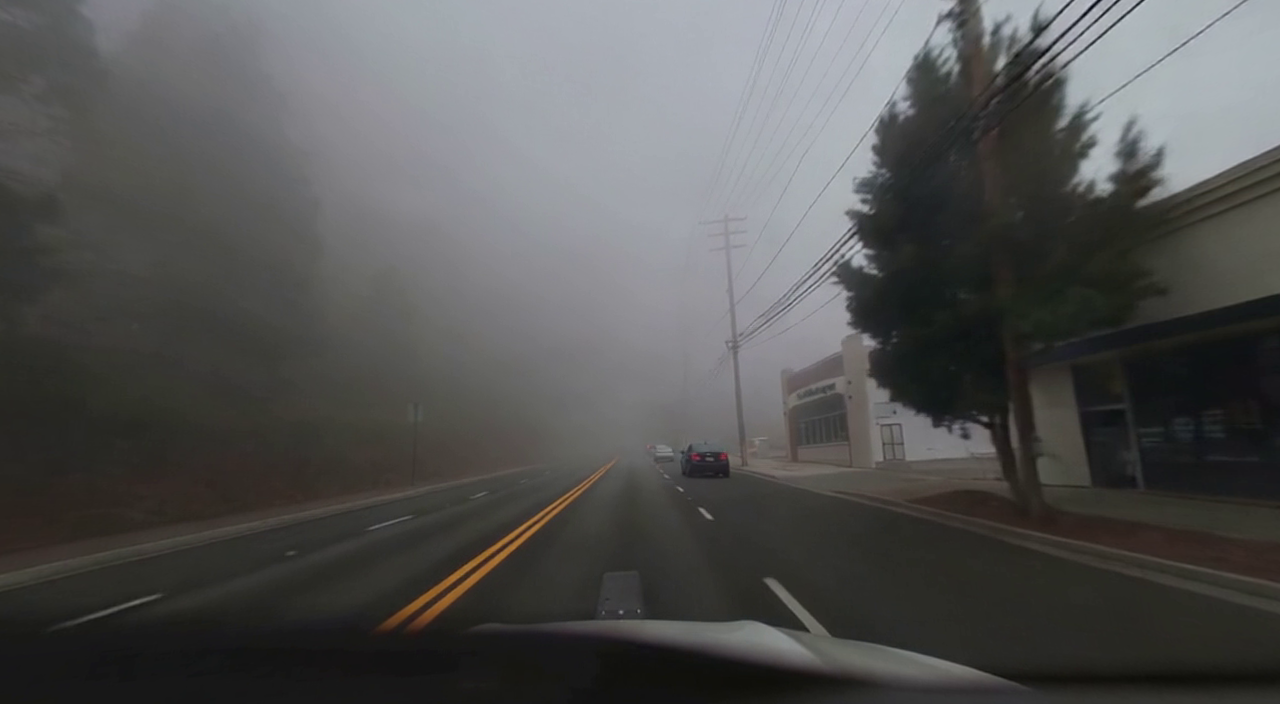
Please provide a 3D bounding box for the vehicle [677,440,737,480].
[{"bbox_3d":[2.638,4.348,25.653,1.975,1.497,3.647,0,-9,-1],"label":"vehicle"}]
